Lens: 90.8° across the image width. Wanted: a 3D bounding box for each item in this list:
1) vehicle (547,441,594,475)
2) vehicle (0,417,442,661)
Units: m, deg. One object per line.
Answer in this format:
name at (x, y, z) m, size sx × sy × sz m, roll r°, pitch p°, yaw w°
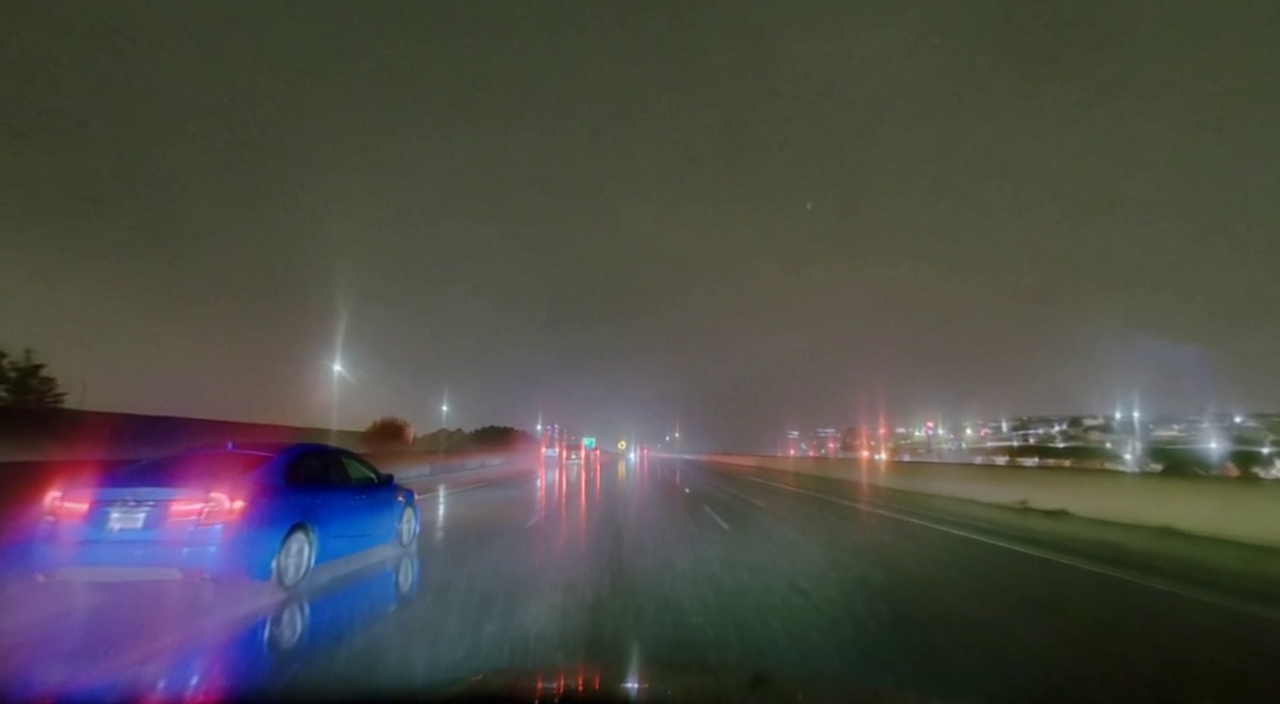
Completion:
vehicle at (-3.653, 5.666, 33.938) m, size 2.075 × 1.702 × 4.257 m, roll 0°, pitch -9°, yaw 0°
vehicle at (-3.724, 1.482, 6.163) m, size 2.114 × 1.480 × 4.473 m, roll 0°, pitch -9°, yaw 0°
